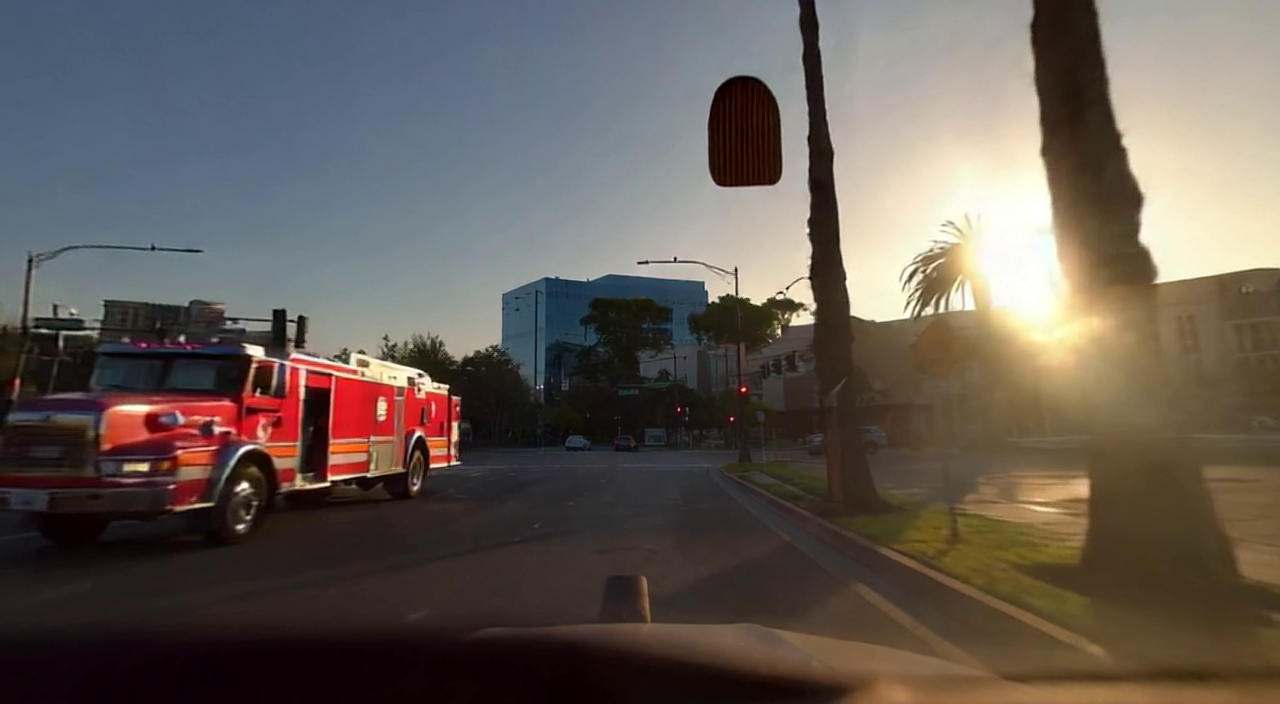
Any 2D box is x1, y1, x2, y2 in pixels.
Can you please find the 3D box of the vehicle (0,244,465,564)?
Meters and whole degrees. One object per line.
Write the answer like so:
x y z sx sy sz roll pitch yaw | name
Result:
-6.878 1.413 13.145 3.008 3.730 11.786 0 -9 0 | vehicle
